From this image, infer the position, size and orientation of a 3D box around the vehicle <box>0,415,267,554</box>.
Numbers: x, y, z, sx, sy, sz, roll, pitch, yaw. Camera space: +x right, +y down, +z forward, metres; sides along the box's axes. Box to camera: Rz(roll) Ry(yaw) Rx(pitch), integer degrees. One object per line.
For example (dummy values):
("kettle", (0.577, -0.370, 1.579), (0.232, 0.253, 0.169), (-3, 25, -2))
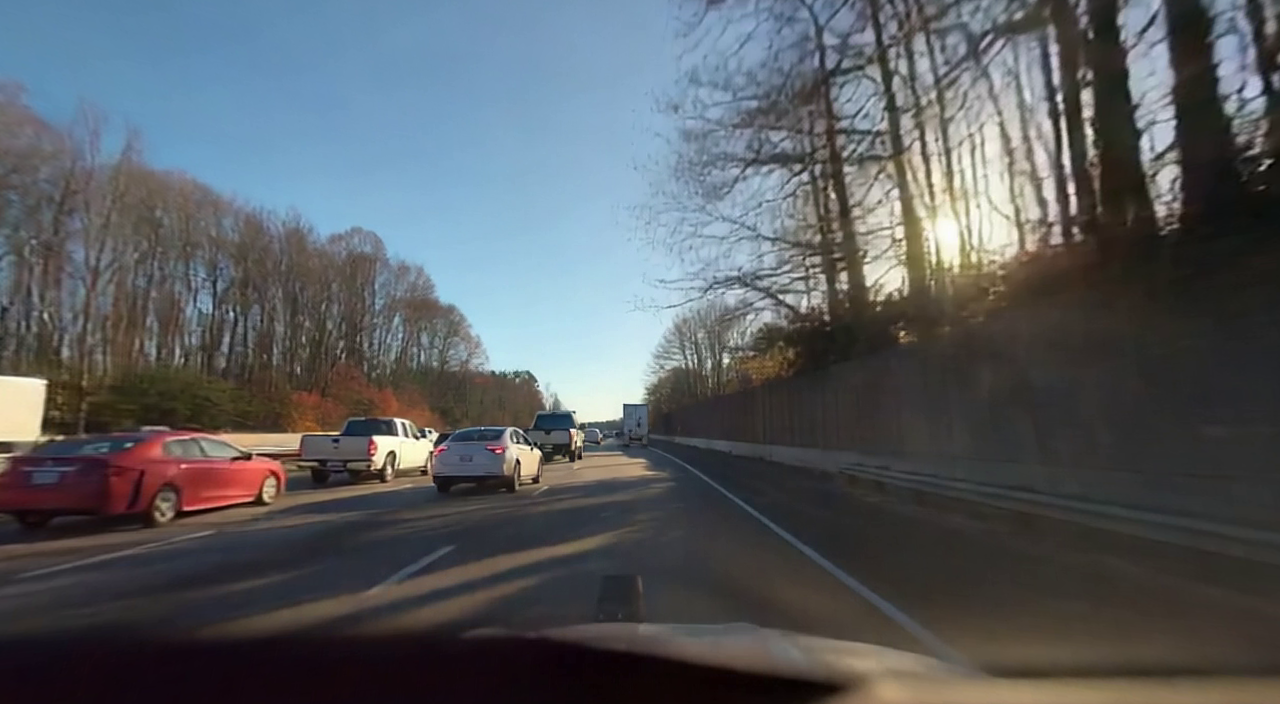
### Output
("vehicle", (-7.600, 1.761, 9.105), (1.957, 1.545, 3.971), (0, -8, 0))

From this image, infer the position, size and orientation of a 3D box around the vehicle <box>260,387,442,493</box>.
("vehicle", (-7.621, 2.429, 17.532), (2.386, 2.435, 5.831), (0, -8, -2))

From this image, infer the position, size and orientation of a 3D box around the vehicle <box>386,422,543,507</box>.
("vehicle", (-3.406, 2.262, 13.167), (2.089, 1.485, 4.153), (0, -8, 0))

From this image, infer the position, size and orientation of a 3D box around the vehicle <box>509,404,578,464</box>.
("vehicle", (-4.362, 3.826, 29.364), (2.427, 2.514, 5.159), (0, -8, 0))
